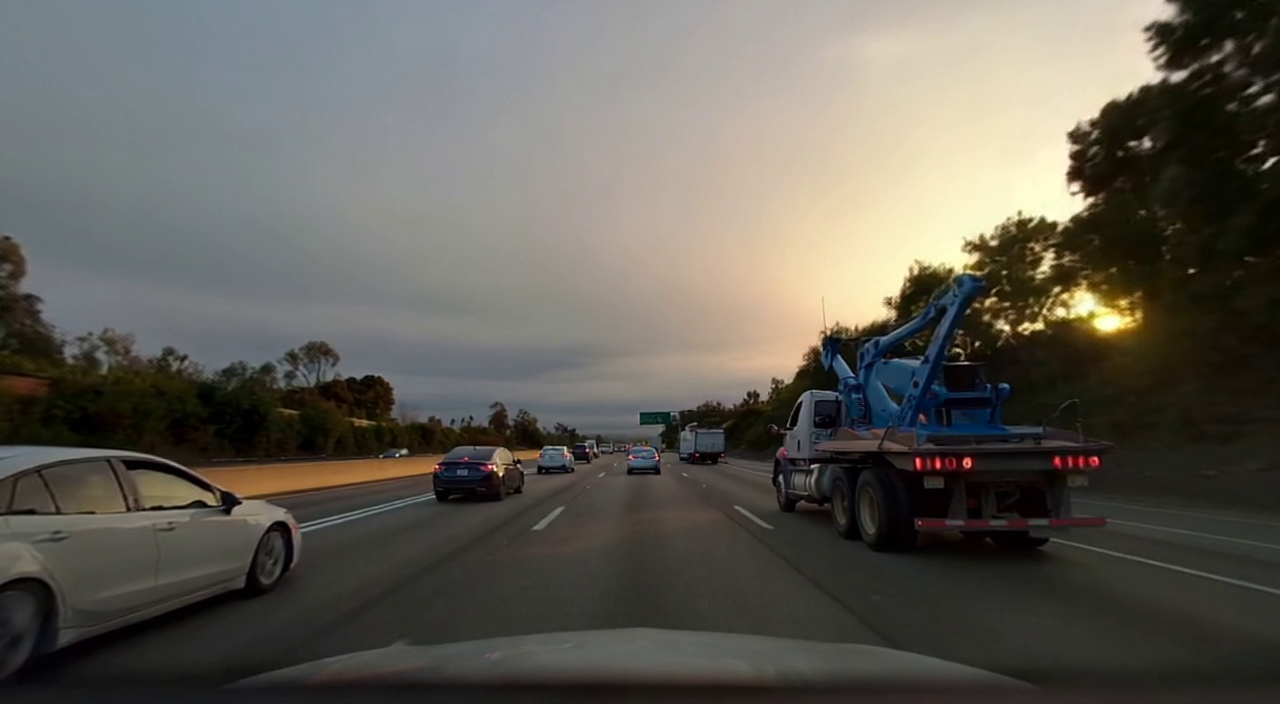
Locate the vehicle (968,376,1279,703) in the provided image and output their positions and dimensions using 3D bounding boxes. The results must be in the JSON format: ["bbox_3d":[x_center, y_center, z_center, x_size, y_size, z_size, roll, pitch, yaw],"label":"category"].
[{"bbox_3d":[4.085,0.867,2.365,2.599,1.631,5.693,0,-9,0],"label":"vehicle"}]

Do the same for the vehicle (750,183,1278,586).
[{"bbox_3d":[3.980,0.854,9.815,2.975,3.618,8.456,0,-9,0],"label":"vehicle"}]

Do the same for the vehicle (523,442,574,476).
[{"bbox_3d":[-4.452,5.266,30.986,1.858,1.527,3.974,0,-9,1],"label":"vehicle"}]

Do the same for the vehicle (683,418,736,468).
[{"bbox_3d":[4.226,5.795,39.642,2.416,2.829,7.016,0,-9,-1],"label":"vehicle"}]

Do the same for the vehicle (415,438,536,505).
[{"bbox_3d":[-4.170,3.115,16.794,1.880,1.507,4.757,0,-9,1],"label":"vehicle"}]

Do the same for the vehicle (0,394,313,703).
[{"bbox_3d":[-4.161,1.127,3.929,1.978,1.556,4.119,0,-9,0],"label":"vehicle"}]

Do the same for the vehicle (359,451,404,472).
[{"bbox_3d":[-20.435,8.645,49.649,1.855,1.539,4.036,0,-9,0],"label":"vehicle"}]

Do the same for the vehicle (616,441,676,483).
[{"bbox_3d":[0.196,4.270,24.605,2.150,1.498,3.988,0,-9,-1],"label":"vehicle"}]
